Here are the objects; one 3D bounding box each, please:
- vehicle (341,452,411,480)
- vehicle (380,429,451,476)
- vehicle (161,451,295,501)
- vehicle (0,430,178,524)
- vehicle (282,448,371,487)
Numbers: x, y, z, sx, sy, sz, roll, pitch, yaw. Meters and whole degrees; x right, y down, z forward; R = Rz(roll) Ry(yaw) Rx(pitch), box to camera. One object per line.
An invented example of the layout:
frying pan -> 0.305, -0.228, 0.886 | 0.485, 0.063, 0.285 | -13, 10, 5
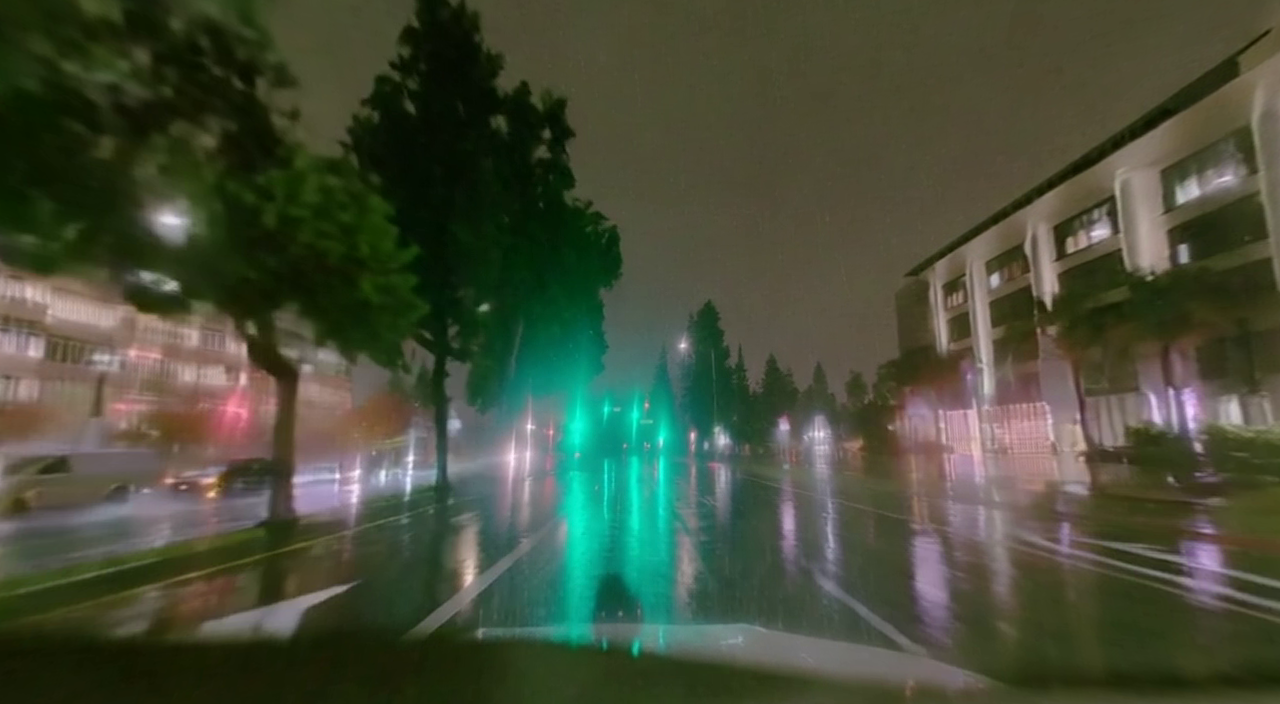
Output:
vehicle -> -15.320, 6.597, 36.955 | 1.929, 1.471, 4.919 | 0, -8, 1
vehicle -> -15.267, 6.911, 43.518 | 2.335, 2.896, 6.785 | -1, -9, 0
vehicle -> -15.377, 4.603, 23.934 | 1.892, 1.624, 4.645 | 0, -8, 1
vehicle -> -15.416, 3.248, 16.764 | 2.246, 2.081, 5.416 | -1, -9, -1
vehicle -> -15.314, 5.633, 31.251 | 1.989, 1.747, 5.019 | -1, -9, -2
